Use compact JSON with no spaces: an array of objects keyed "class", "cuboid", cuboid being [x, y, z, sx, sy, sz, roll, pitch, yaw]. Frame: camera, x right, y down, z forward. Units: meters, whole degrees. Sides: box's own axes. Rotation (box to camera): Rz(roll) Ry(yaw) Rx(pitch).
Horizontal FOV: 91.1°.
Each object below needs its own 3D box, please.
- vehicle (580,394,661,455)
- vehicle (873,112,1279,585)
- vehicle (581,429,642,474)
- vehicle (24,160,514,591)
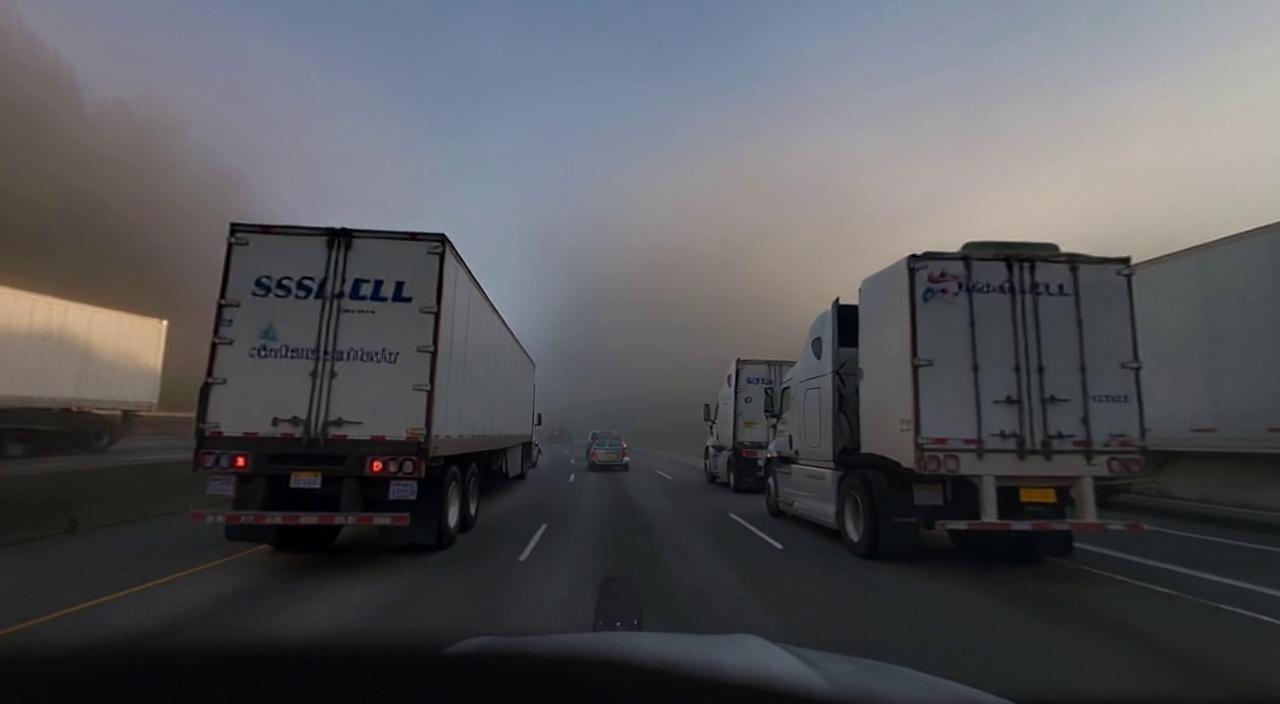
[{"class":"vehicle","cuboid":[-1.906,5.843,49.628,2.899,4.112,13.912,2,-8,-16]},{"class":"vehicle","cuboid":[7.772,-0.260,3.947,2.820,4.084,13.786,3,-8,-24]},{"class":"vehicle","cuboid":[-1.185,3.779,24.285,2.060,1.540,4.374,1,-8,-6]},{"class":"vehicle","cuboid":[-4.046,0.710,9.946,2.822,3.788,8.799,0,-8,-4]}]
